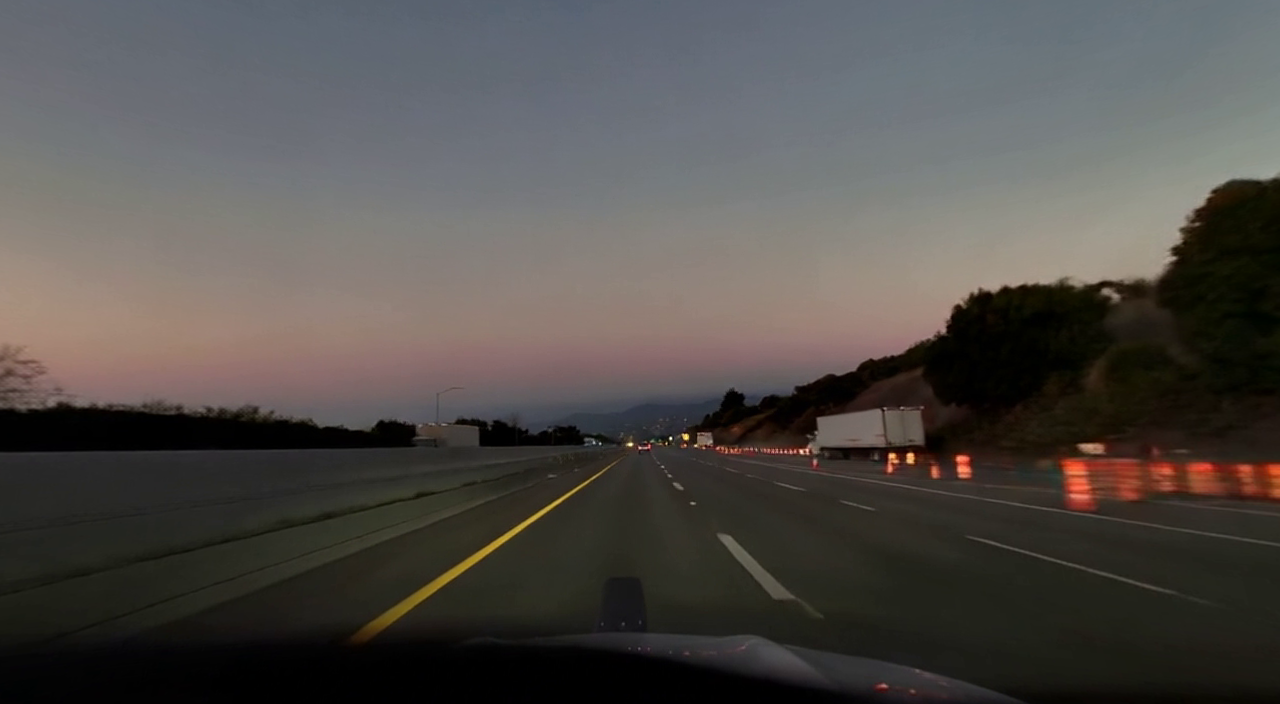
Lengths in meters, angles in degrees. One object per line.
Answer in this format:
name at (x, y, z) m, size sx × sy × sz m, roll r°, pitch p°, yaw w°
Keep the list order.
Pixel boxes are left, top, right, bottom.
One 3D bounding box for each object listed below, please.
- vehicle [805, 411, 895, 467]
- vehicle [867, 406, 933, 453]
vehicle at (13.250, 5.640, 40.629) m, size 2.905 × 3.106 × 7.417 m, roll -3°, pitch -8°, yaw -2°
vehicle at (16.995, 5.136, 41.484) m, size 1.924 × 2.767 × 4.707 m, roll -3°, pitch -8°, yaw -3°
